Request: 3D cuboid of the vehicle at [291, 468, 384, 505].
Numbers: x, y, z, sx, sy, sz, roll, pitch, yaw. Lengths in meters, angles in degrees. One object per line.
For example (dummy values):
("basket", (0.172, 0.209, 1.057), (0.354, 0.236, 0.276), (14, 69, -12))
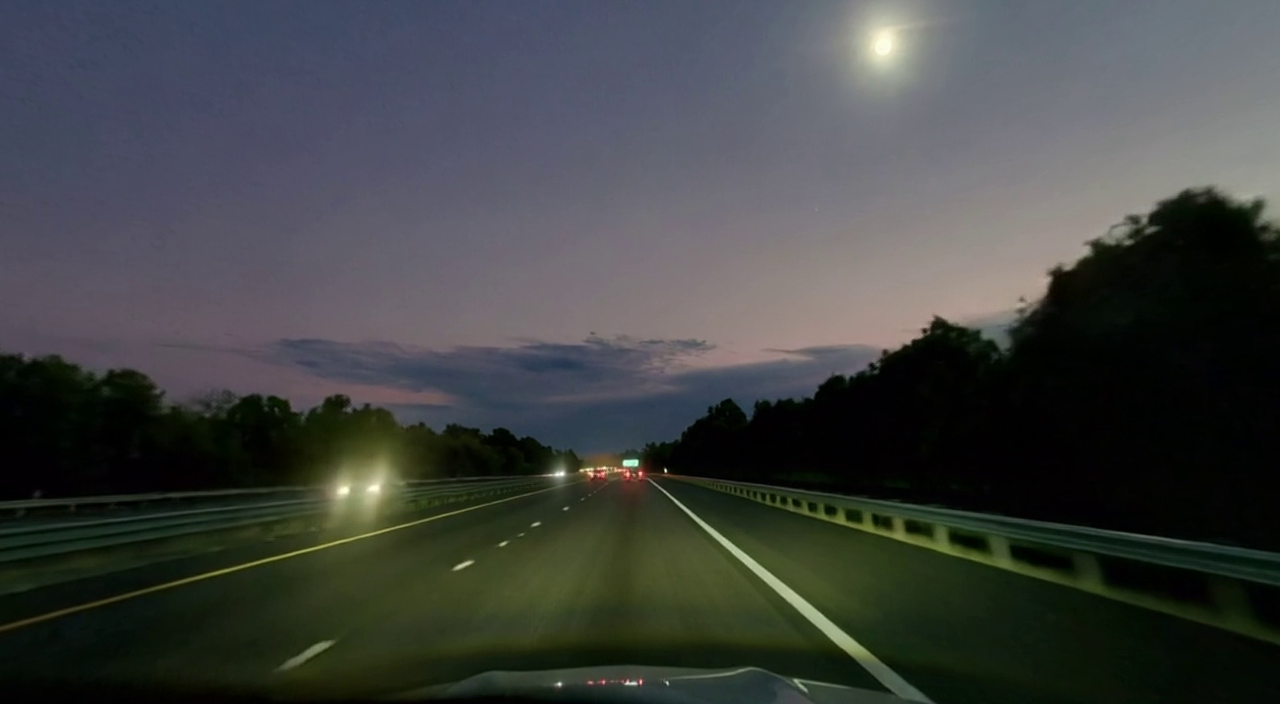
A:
("vehicle", (-13.056, 5.819, 27.506), (1.836, 1.402, 4.361), (1, -11, 0))
